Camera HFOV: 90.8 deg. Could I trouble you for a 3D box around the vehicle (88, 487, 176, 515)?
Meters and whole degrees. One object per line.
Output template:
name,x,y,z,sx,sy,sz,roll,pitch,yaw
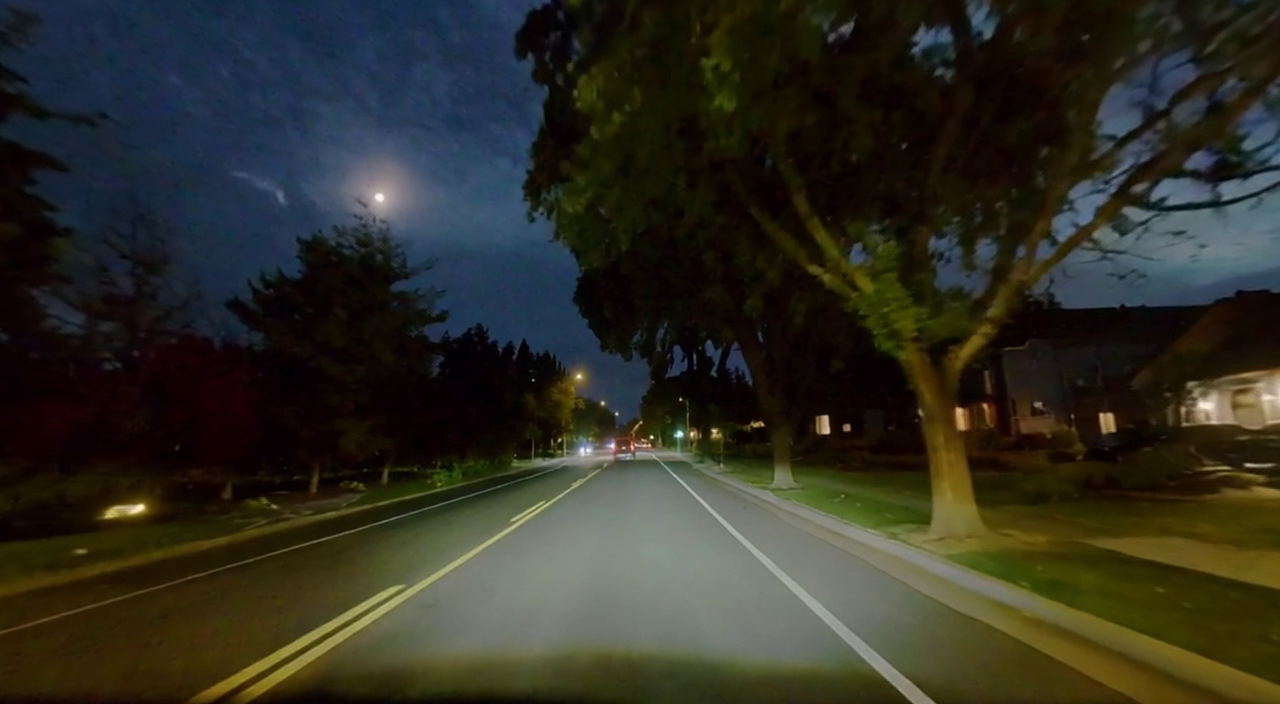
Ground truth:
vehicle,-29.385,8.612,36.589,3.675,1.432,1.636,-1,-9,3

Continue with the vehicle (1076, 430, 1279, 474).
vehicle,14.558,2.725,17.335,1.987,1.039,4.499,0,-9,0
